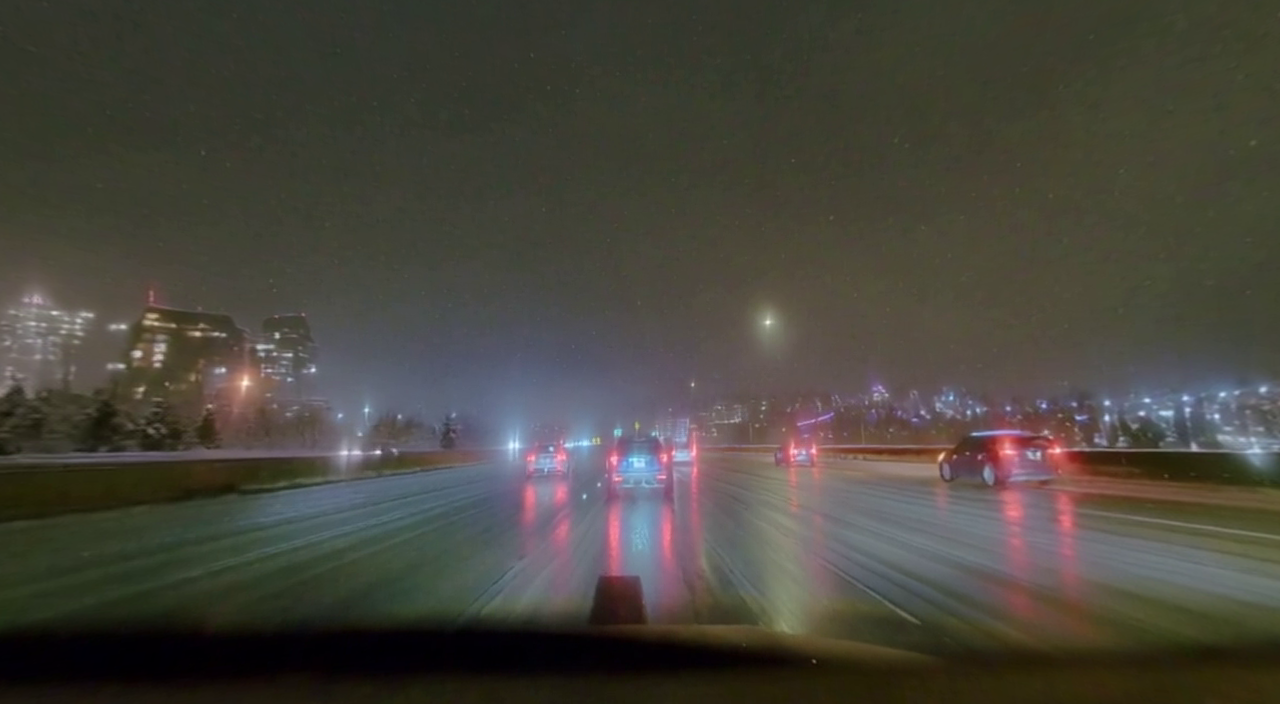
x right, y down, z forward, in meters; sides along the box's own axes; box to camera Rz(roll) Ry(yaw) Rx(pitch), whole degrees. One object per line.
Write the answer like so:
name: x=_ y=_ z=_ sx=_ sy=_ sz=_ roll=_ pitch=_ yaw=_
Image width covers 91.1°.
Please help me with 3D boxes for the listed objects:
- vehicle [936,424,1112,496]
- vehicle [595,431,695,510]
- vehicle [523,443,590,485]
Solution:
vehicle: x=10.642 y=3.023 z=17.929 sx=2.133 sy=1.770 sz=4.537 roll=0 pitch=-9 yaw=0
vehicle: x=0.096 y=2.793 z=15.291 sx=2.099 sy=1.640 sz=4.134 roll=0 pitch=-9 yaw=0
vehicle: x=-3.170 y=4.354 z=24.800 sx=2.011 sy=1.510 sz=4.698 roll=0 pitch=-9 yaw=0
